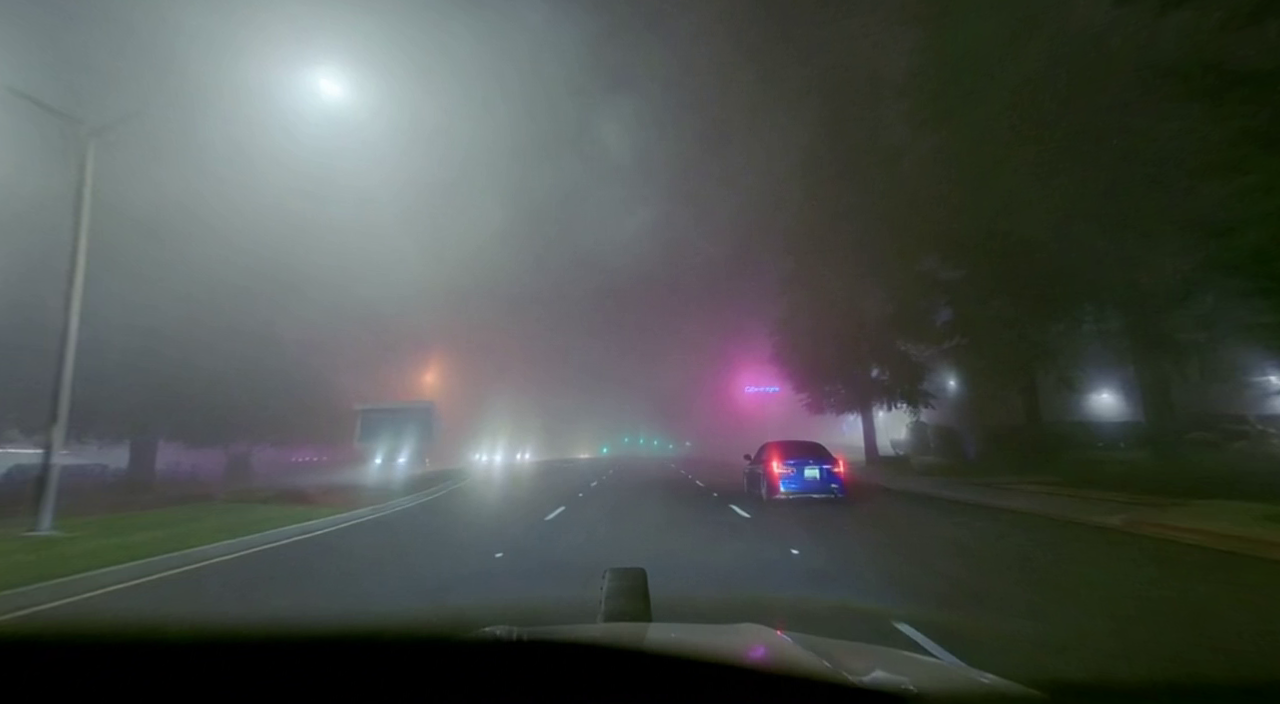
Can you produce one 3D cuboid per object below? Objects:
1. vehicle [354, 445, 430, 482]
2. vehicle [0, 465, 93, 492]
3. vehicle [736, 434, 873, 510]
[{"bbox_3d":[-12.432,5.578,31.914,1.975,1.697,4.265,0,-8,1],"label":"vehicle"},{"bbox_3d":[-36.316,7.628,38.076,4.625,1.451,1.942,0,-8,1],"label":"vehicle"},{"bbox_3d":[3.544,2.663,14.519,1.977,1.474,4.399,0,-8,0],"label":"vehicle"}]
